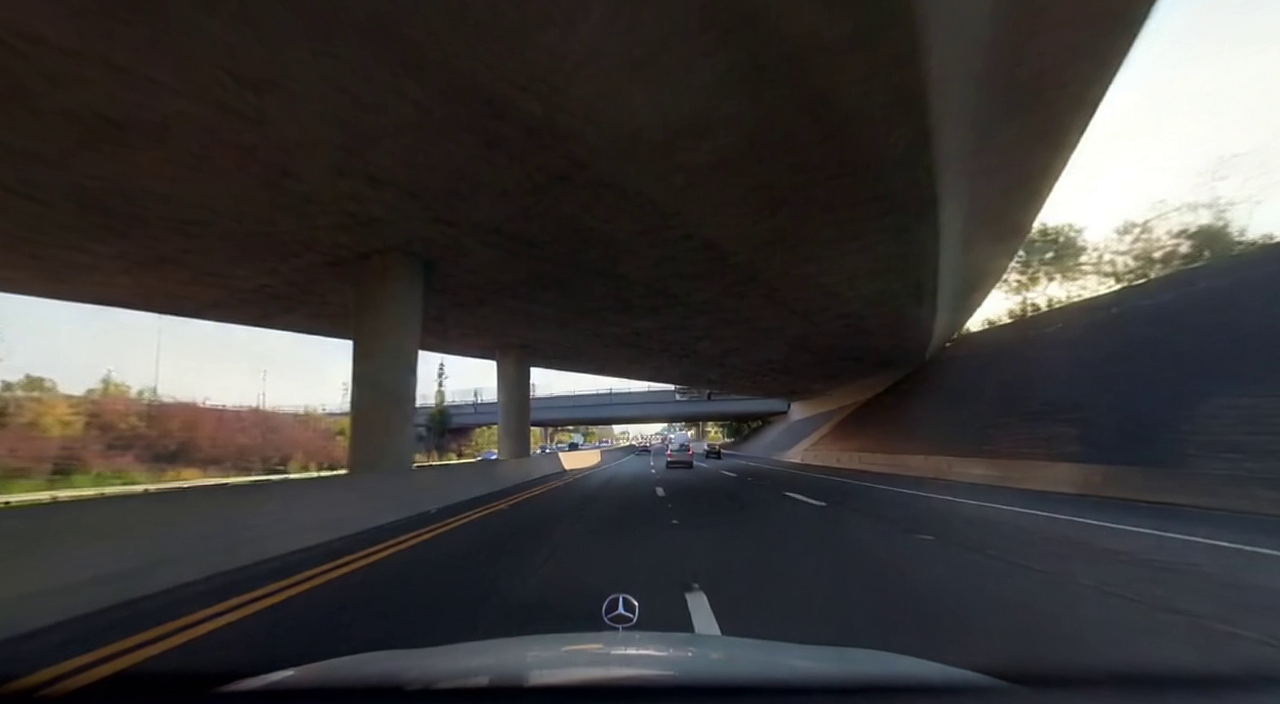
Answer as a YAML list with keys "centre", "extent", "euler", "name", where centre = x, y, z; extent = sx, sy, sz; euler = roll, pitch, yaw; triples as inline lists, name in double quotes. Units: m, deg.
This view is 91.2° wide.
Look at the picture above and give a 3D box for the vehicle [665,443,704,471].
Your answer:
- centre: [2.566, 6.186, 37.072]
  extent: [1.970, 1.560, 4.182]
  euler: [0, -9, -1]
  name: "vehicle"
